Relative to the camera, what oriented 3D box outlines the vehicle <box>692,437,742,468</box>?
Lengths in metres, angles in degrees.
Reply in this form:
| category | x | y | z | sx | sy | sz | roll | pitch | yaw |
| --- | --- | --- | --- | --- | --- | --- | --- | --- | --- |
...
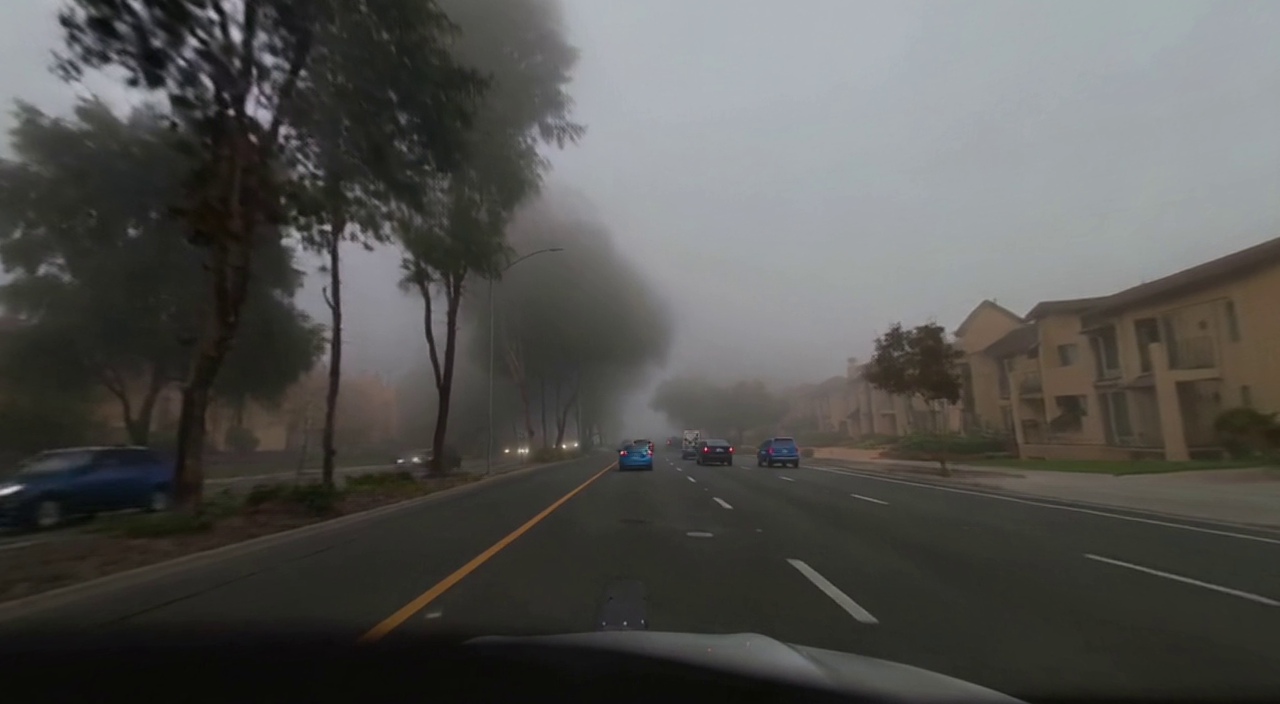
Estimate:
| category | x | y | z | sx | sy | sz | roll | pitch | yaw |
| --- | --- | --- | --- | --- | --- | --- | --- | --- | --- |
| vehicle | 3.977 | 5.254 | 33.198 | 2.067 | 1.514 | 4.188 | 0 | -8 | 0 |

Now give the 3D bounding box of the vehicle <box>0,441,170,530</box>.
| category | x | y | z | sx | sy | sz | roll | pitch | yaw |
| --- | --- | --- | --- | --- | --- | --- | --- | --- | --- |
| vehicle | -13.969 | 3.029 | 14.931 | 2.019 | 1.778 | 4.593 | 0 | -8 | 1 |

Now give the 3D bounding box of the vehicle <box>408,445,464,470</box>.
| category | x | y | z | sx | sy | sz | roll | pitch | yaw |
| --- | --- | --- | --- | --- | --- | --- | --- | --- | --- |
| vehicle | -13.340 | 6.901 | 41.455 | 1.990 | 1.481 | 4.677 | -1 | -8 | 2 |

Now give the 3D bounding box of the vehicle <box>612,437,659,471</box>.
| category | x | y | z | sx | sy | sz | roll | pitch | yaw |
| --- | --- | --- | --- | --- | --- | --- | --- | --- | --- |
| vehicle | -0.162 | 4.837 | 30.147 | 2.102 | 1.481 | 3.907 | 0 | -8 | 1 |

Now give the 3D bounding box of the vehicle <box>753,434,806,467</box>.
| category | x | y | z | sx | sy | sz | roll | pitch | yaw |
| --- | --- | --- | --- | --- | --- | --- | --- | --- | --- |
| vehicle | 7.681 | 5.457 | 35.100 | 1.972 | 1.700 | 4.269 | 0 | -8 | 0 |
